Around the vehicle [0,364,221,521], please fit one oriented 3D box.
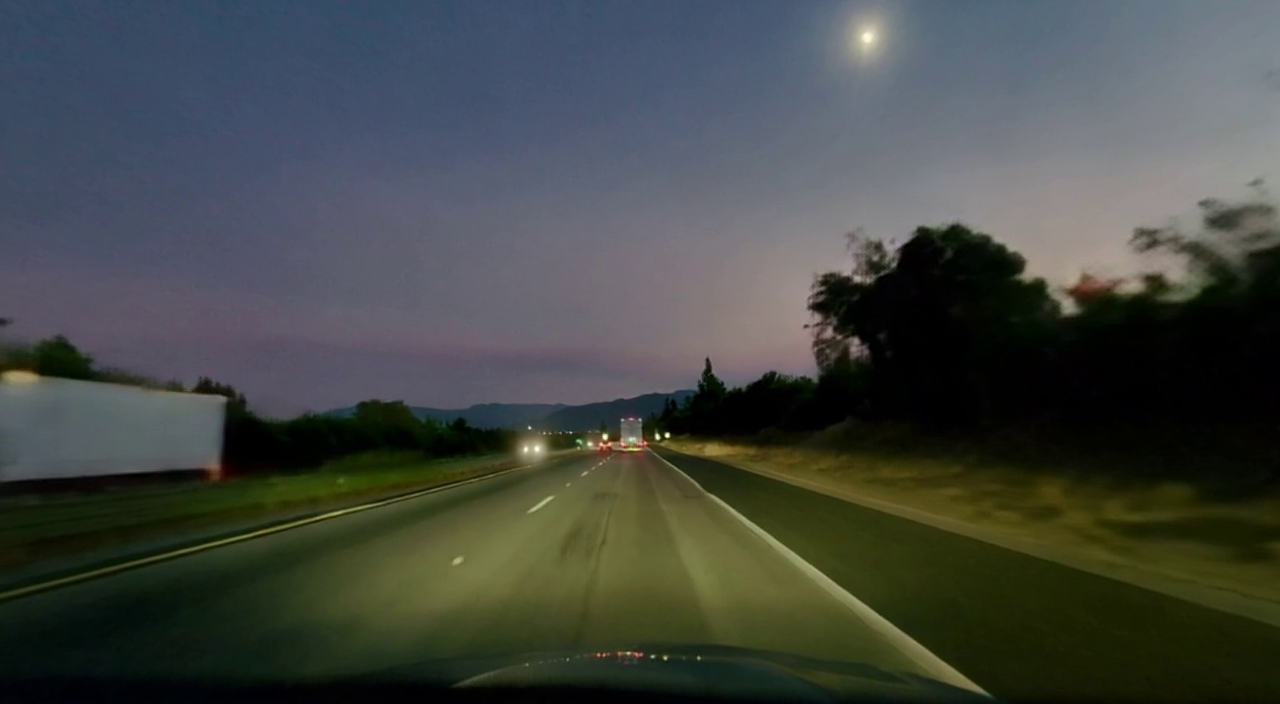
[{"bbox_3d":[-16.818,2.468,17.260,3.033,3.711,11.259,0,-8,0],"label":"vehicle"}]
